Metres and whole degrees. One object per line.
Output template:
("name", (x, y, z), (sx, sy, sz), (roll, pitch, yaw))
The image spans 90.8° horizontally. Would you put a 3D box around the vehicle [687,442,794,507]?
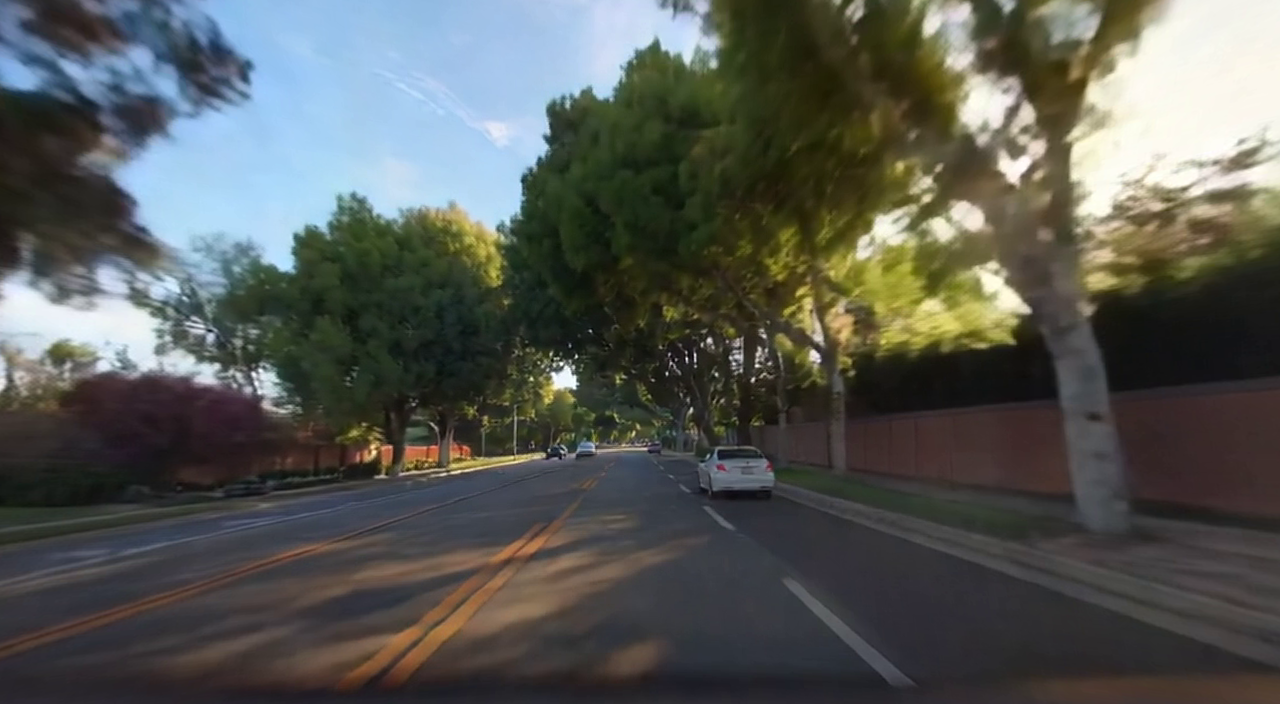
("vehicle", (2.444, 3.110, 16.547), (1.991, 1.476, 4.153), (0, -9, -2))
